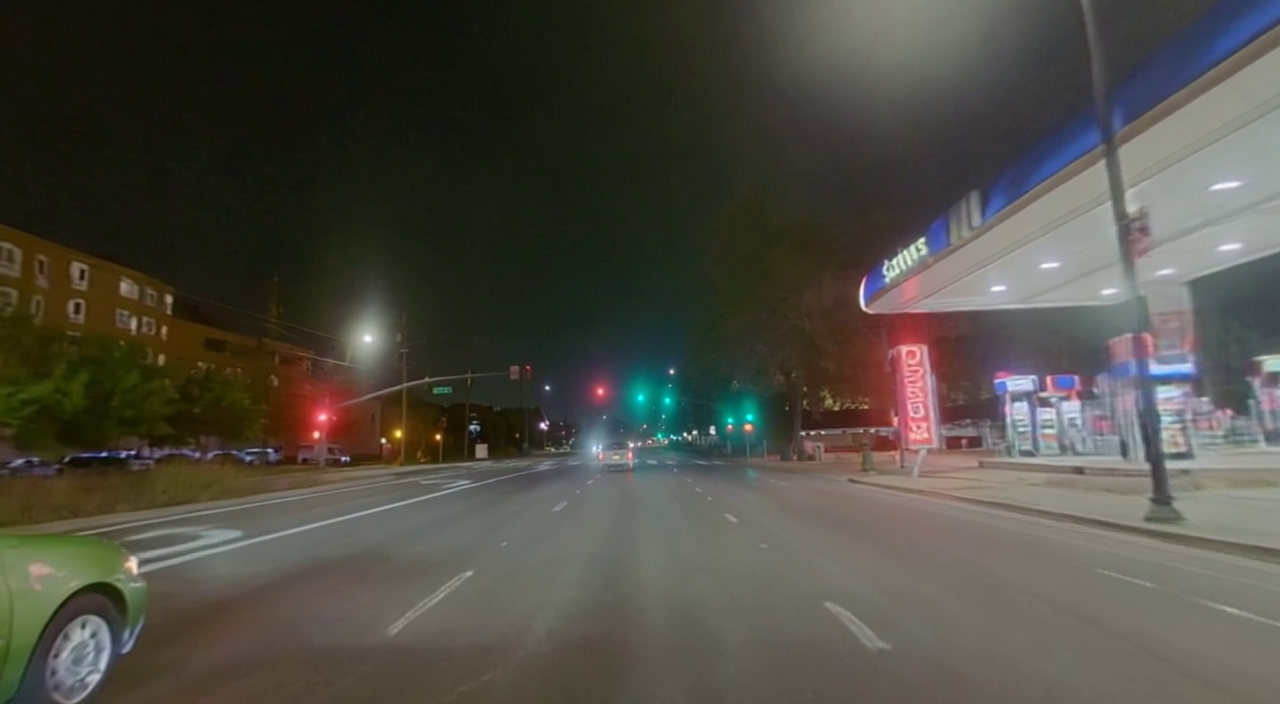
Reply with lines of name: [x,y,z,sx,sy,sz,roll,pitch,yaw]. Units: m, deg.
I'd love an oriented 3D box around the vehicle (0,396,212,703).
vehicle: [-3.483,0.761,1.365,2.018,1.470,4.346,0,-8,0]

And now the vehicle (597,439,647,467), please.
vehicle: [-0.945,5.737,35.959,2.082,1.460,4.442,-2,-8,9]

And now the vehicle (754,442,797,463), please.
vehicle: [10.426,7.682,48.361,1.810,1.463,4.245,-6,-10,32]
